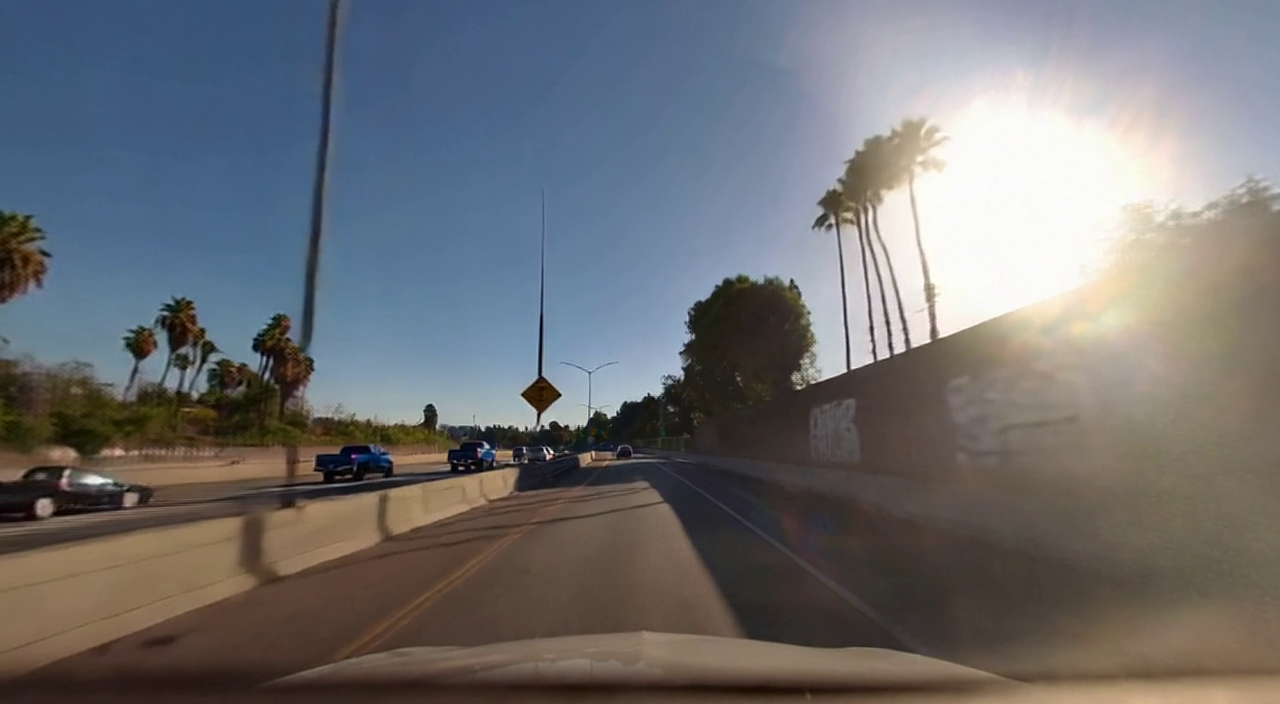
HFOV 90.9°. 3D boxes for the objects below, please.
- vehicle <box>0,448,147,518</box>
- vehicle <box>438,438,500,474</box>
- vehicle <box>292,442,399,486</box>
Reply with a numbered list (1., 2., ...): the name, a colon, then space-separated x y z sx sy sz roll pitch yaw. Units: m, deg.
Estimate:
1. vehicle: -17.760 3.806 18.900 2.078 1.802 4.723 0 -9 0
2. vehicle: -10.463 6.400 39.040 2.342 1.999 5.594 0 -9 -1
3. vehicle: -13.931 5.322 30.402 2.272 1.882 5.941 0 -9 0
